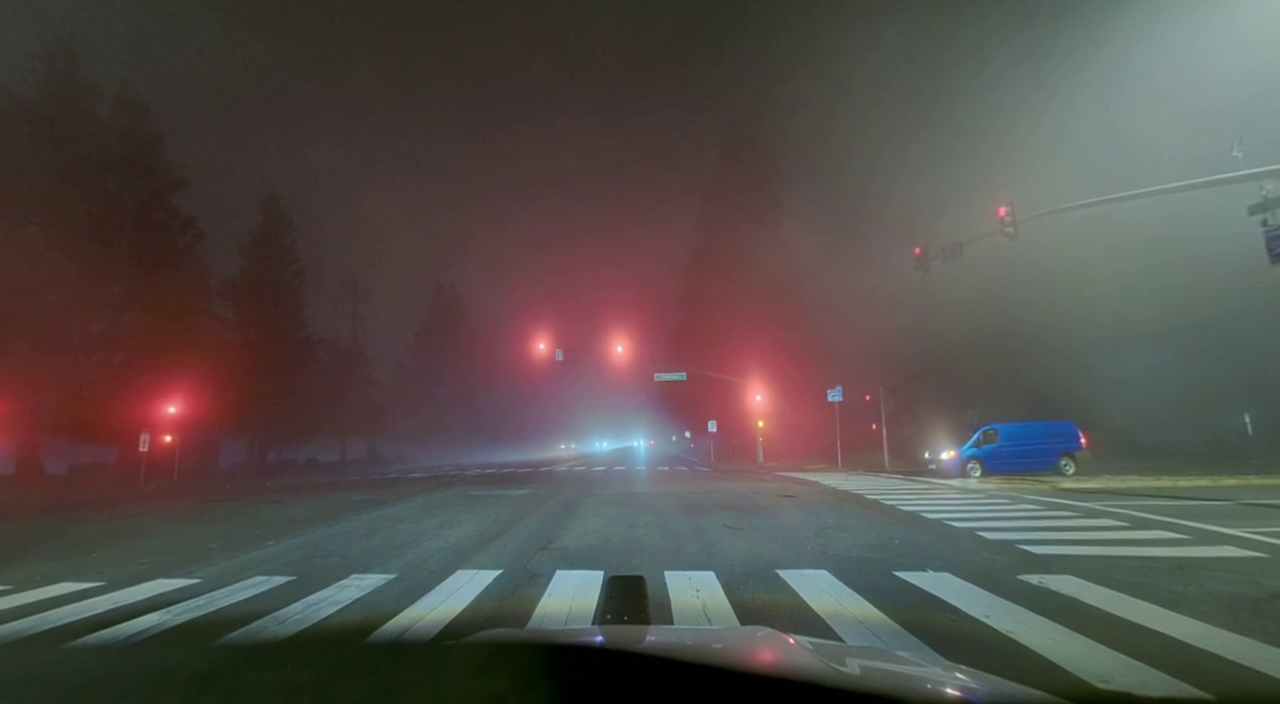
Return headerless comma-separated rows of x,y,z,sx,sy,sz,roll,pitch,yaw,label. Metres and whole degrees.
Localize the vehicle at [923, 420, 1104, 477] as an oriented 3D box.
12.433,3.241,21.227,4.790,1.798,1.909,0,-8,1,vehicle
